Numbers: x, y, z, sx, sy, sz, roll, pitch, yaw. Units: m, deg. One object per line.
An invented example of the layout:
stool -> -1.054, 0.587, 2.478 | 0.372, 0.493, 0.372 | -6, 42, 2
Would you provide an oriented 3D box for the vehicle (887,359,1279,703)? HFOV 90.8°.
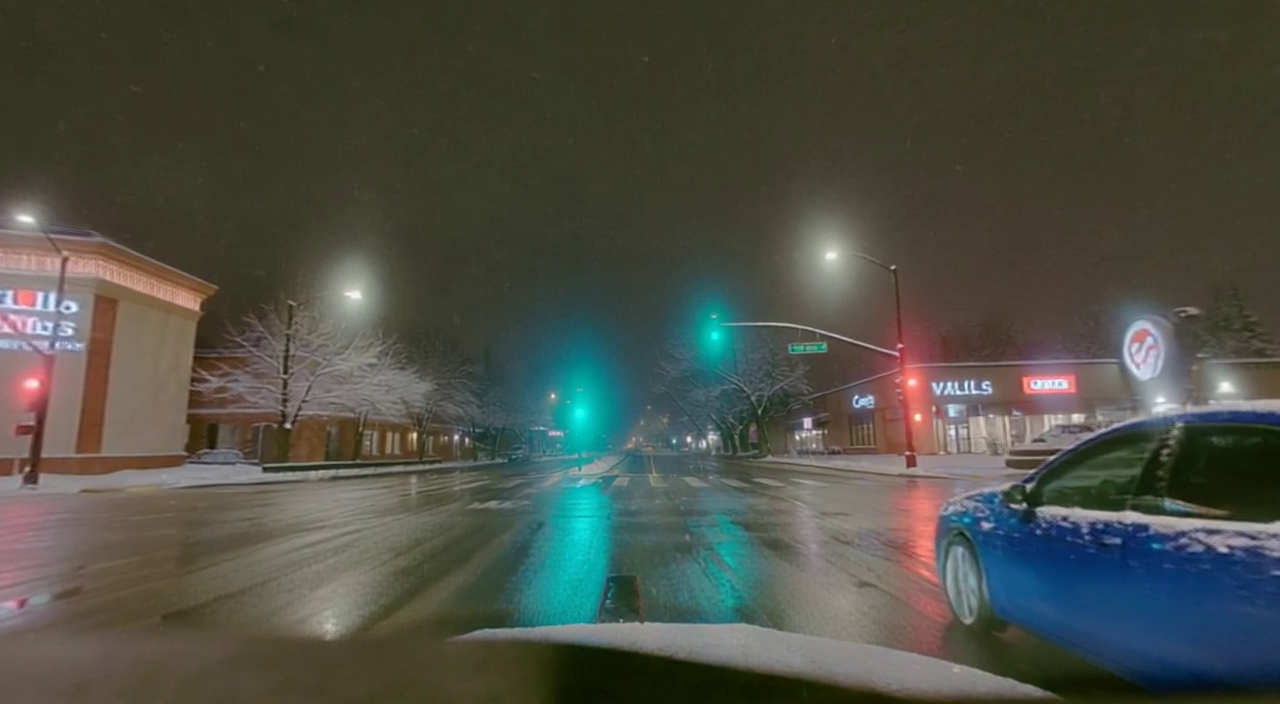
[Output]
vehicle -> 3.110, 0.956, 2.780 | 2.015, 1.641, 4.995 | 0, -9, 0
